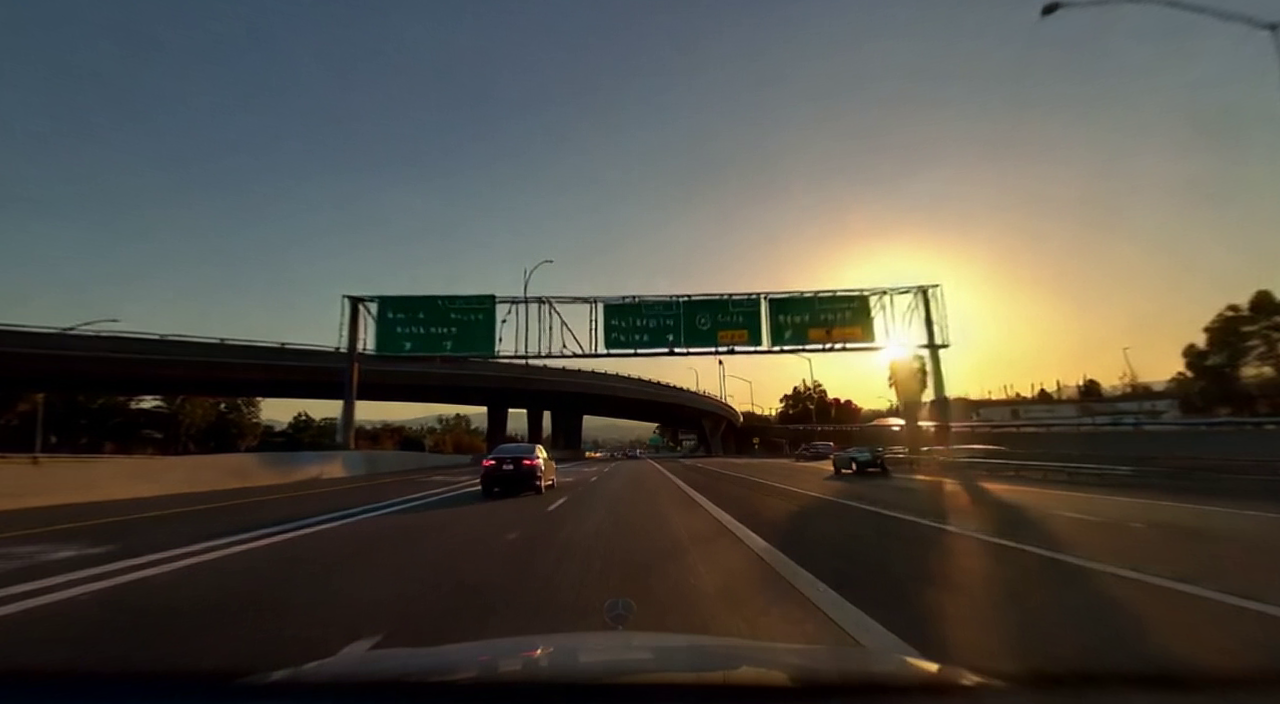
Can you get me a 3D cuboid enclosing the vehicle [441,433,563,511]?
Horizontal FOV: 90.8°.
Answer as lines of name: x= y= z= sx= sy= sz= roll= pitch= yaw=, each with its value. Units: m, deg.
vehicle: x=-3.320 y=2.989 z=16.245 sx=2.178 sy=1.699 sz=4.321 roll=0 pitch=-8 yaw=0
